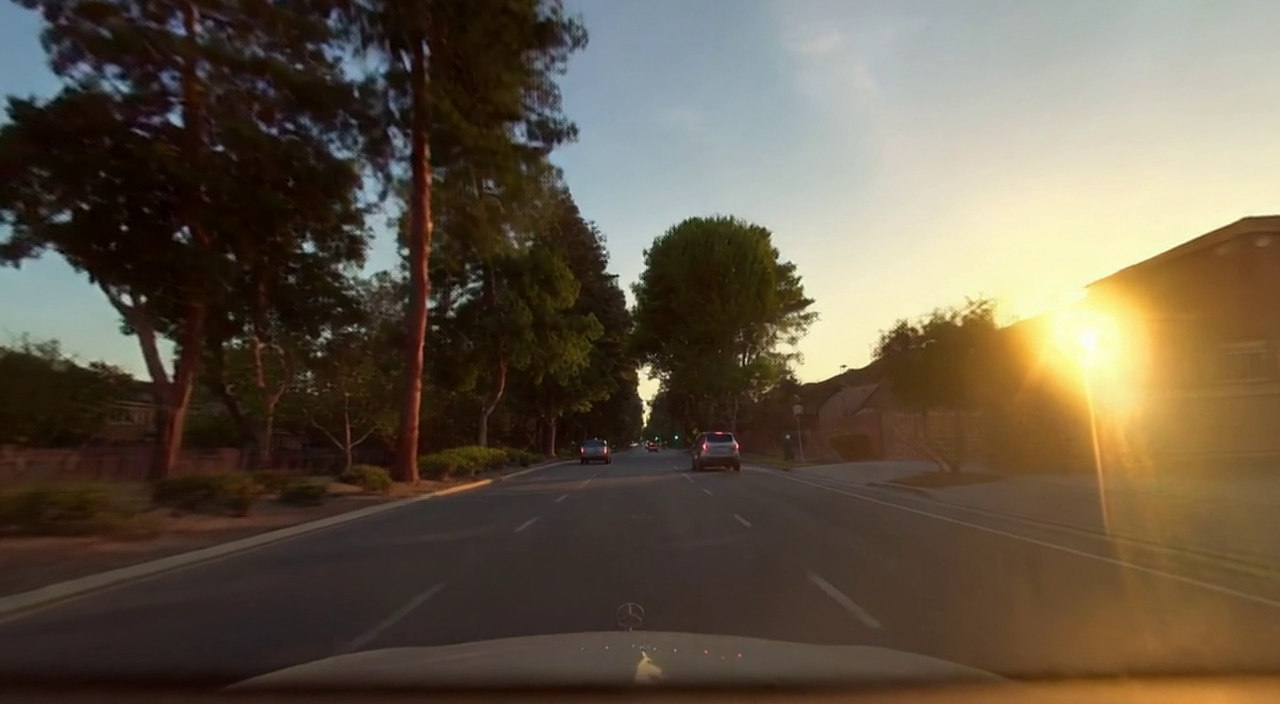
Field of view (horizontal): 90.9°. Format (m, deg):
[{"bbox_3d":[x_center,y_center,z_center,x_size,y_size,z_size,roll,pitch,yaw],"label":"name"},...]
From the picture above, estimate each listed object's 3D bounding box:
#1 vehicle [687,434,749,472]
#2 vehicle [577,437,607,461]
[{"bbox_3d":[3.683,4.883,30.630,2.321,1.695,5.037,0,-8,0],"label":"vehicle"},{"bbox_3d":[-3.630,7.434,48.447,2.002,1.747,4.728,0,-8,0],"label":"vehicle"}]
